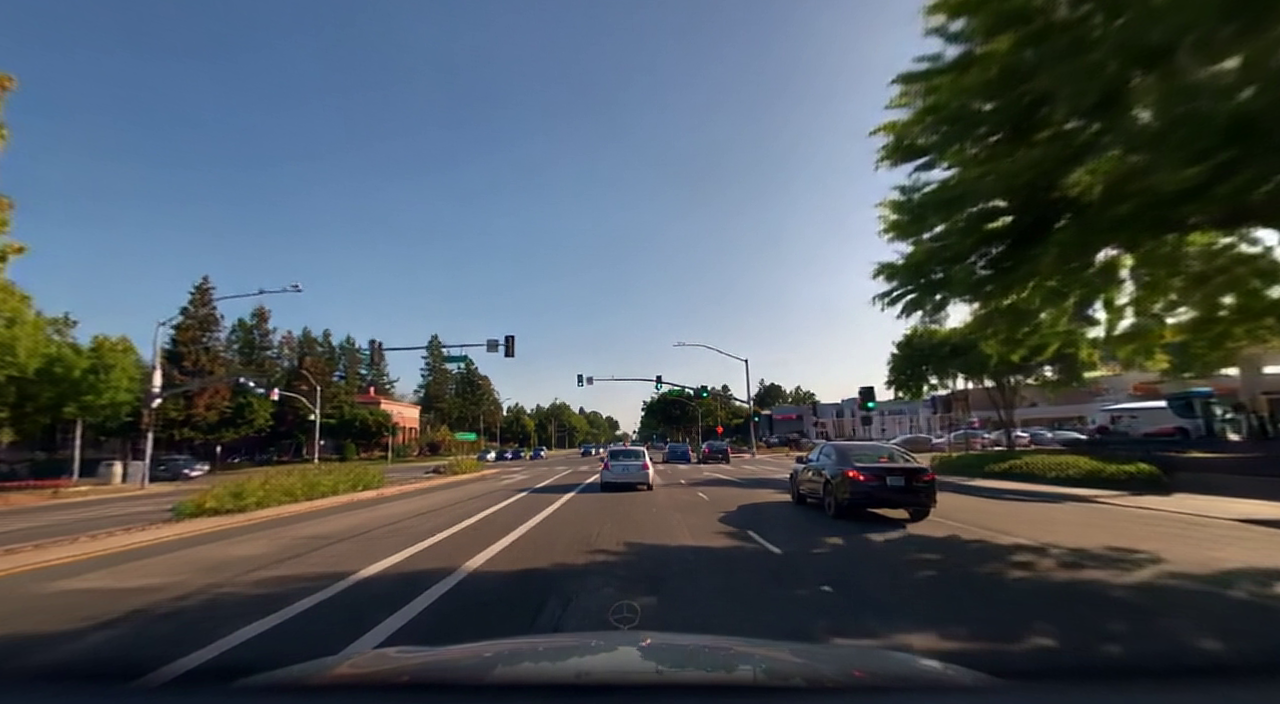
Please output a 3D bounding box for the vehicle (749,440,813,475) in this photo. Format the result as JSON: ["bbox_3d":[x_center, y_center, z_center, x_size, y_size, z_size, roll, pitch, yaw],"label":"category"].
[{"bbox_3d":[6.374,4.819,29.056,1.890,1.489,4.396,0,-9,-1],"label":"vehicle"}]

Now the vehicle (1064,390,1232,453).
[{"bbox_3d":[29.013,4.192,36.746,2.940,3.265,7.968,0,-9,-1],"label":"vehicle"}]

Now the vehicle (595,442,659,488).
[{"bbox_3d":[-0.409,3.918,22.217,2.040,1.451,3.736,0,-9,0],"label":"vehicle"}]

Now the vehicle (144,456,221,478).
[{"bbox_3d":[-34.741,8.726,48.014,4.287,1.612,1.993,0,-9,2],"label":"vehicle"}]

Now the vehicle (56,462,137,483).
[{"bbox_3d":[-39.451,8.767,45.938,4.308,1.430,1.824,-1,-9,4],"label":"vehicle"}]
